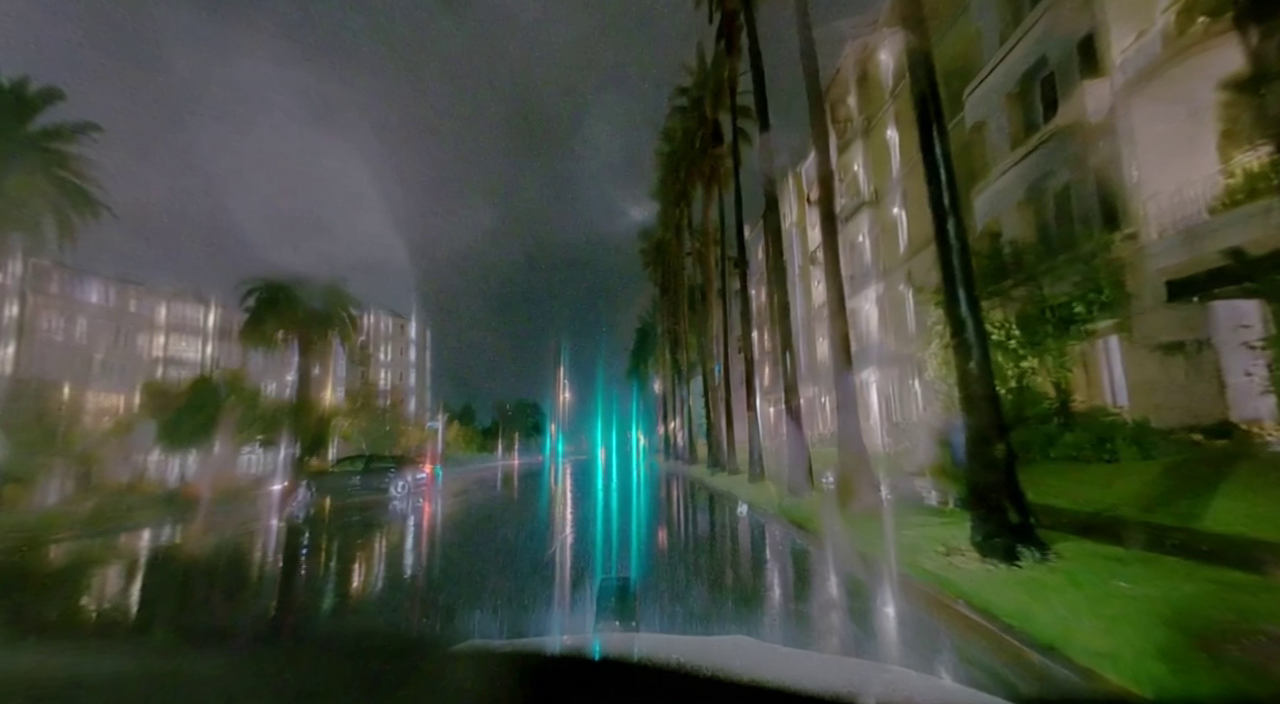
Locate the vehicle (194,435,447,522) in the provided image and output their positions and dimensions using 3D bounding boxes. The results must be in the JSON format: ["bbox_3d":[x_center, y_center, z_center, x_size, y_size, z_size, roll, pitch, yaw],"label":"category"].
[{"bbox_3d":[-7.143,2.836,14.571,4.803,1.520,1.894,-3,-7,-5],"label":"vehicle"}]
